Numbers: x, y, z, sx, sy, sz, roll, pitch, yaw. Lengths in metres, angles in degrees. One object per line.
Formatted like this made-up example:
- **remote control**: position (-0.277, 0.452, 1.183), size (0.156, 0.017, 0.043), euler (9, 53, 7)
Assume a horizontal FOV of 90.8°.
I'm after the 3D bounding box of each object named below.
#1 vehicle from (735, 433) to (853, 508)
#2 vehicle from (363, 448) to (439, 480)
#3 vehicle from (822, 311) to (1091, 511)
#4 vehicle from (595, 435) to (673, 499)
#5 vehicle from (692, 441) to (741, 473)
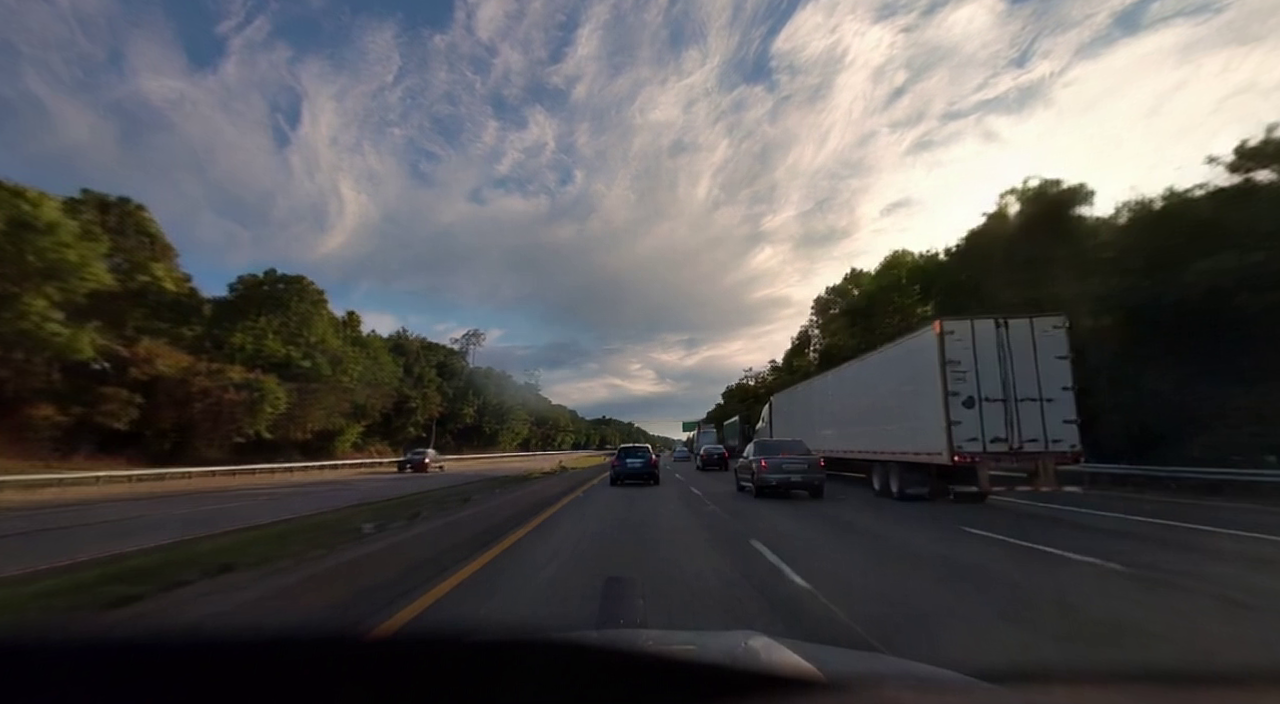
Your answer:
- **vehicle**: position (3.645, 2.884, 15.696), size (1.920, 1.594, 3.867), euler (0, -9, 0)
- **vehicle**: position (-11.927, 5.617, 31.819), size (2.189, 1.486, 4.091), euler (0, -9, 1)
- **vehicle**: position (7.624, 1.805, 17.109), size (2.823, 4.063, 8.485), euler (0, -9, 0)
- **vehicle**: position (-0.136, 3.242, 18.121), size (2.023, 1.618, 3.628), euler (0, -9, 1)
- **vehicle**: position (4.181, 5.845, 35.226), size (2.150, 1.632, 4.260), euler (0, -9, -1)
